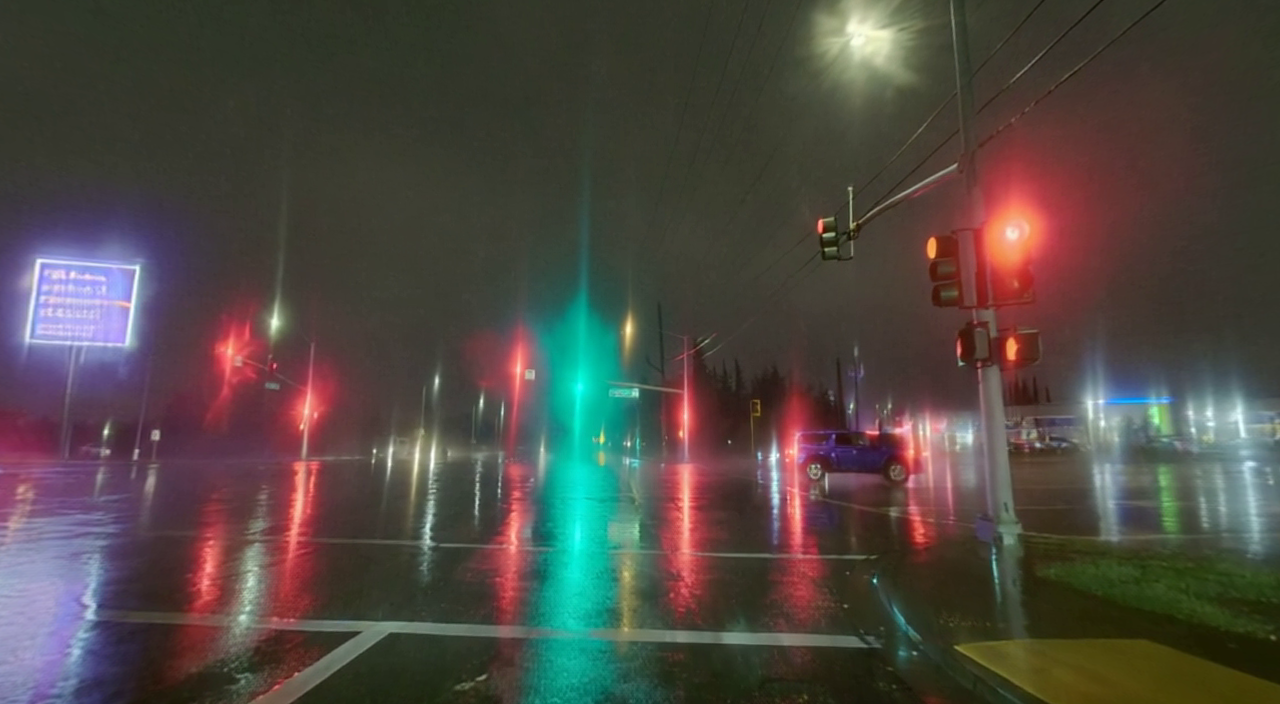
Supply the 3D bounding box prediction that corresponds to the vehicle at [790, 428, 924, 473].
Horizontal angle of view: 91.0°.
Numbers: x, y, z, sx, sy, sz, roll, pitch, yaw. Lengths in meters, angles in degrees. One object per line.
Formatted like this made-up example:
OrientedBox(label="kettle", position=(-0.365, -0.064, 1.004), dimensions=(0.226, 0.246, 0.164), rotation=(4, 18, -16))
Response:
OrientedBox(label="vehicle", position=(8.695, 4.015, 25.726), dimensions=(4.884, 1.714, 2.021), rotation=(-2, -9, 12))
